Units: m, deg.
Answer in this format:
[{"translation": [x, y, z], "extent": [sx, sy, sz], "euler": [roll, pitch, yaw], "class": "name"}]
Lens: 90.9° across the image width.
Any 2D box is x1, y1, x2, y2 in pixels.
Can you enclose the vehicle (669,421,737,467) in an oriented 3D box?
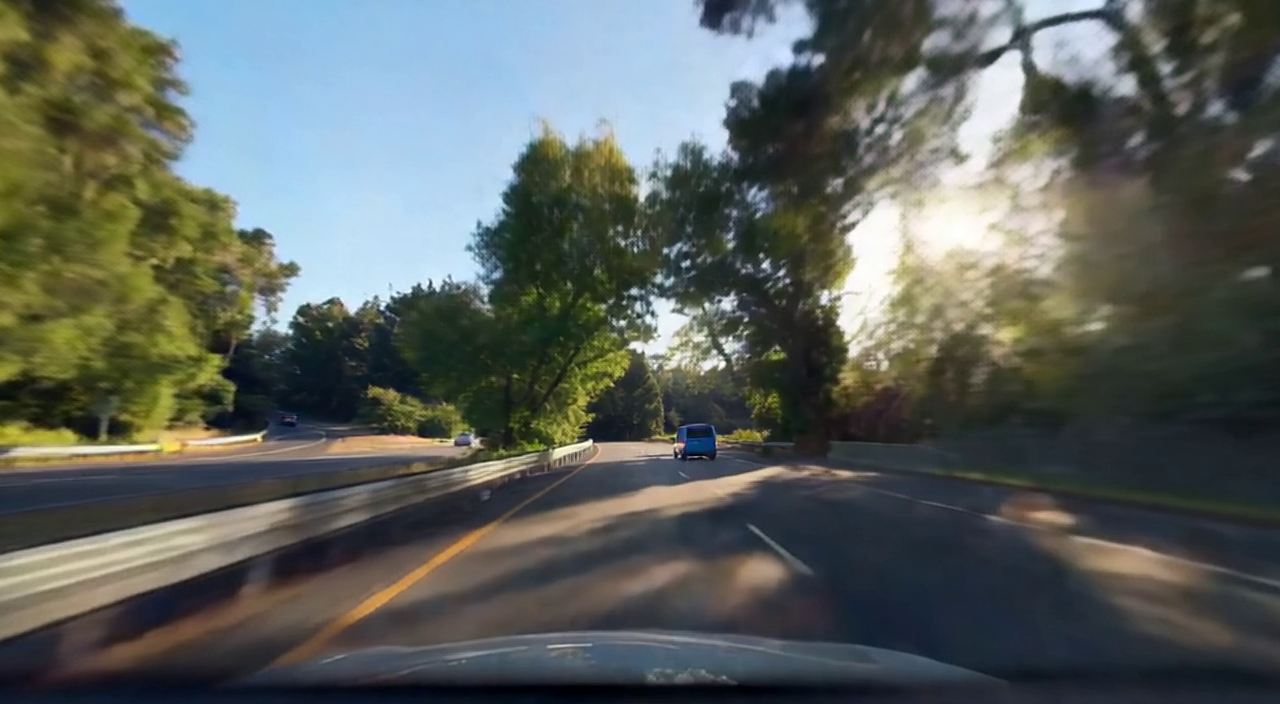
[{"translation": [2.571, 3.915, 27.036], "extent": [2.240, 1.801, 4.545], "euler": [0, -8, -3], "class": "vehicle"}]
